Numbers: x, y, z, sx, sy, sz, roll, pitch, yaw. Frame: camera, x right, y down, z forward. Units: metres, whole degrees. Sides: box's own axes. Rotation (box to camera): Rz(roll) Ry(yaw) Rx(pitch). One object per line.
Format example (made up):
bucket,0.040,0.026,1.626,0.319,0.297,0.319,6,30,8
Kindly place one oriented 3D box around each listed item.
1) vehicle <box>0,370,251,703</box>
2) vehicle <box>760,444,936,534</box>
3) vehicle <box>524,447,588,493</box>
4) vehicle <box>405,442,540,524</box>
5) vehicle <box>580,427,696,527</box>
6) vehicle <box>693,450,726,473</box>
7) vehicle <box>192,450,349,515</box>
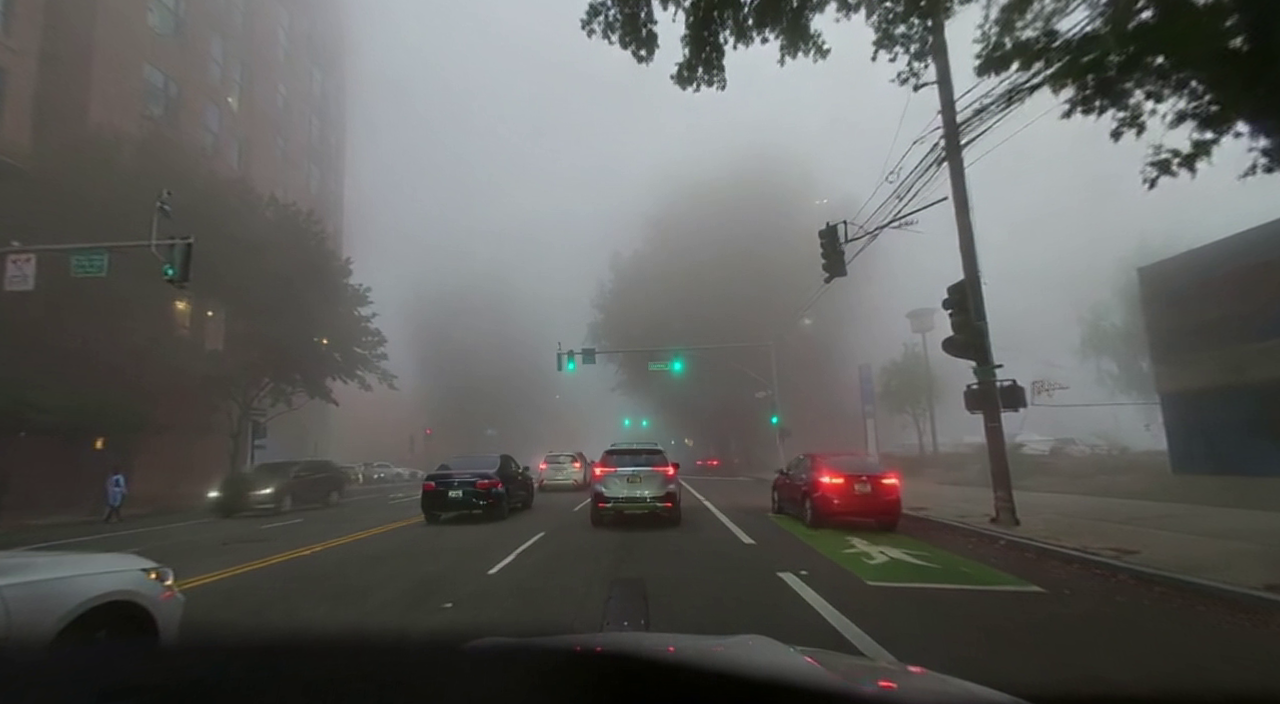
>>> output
vehicle,-3.342,0.751,1.425,1.975,1.624,4.481,0,-9,1
vehicle,3.885,2.623,12.769,1.986,1.457,4.566,0,-9,-1
vehicle,-3.234,4.591,24.957,1.894,1.642,3.861,0,-9,1
vehicle,-3.699,2.945,14.762,1.886,1.599,4.247,0,-9,1
vehicle,-0.013,2.553,13.360,2.075,1.770,4.018,0,-9,1
vehicle,4.966,7.704,44.640,1.878,1.526,4.736,-2,-9,12
vehicle,-11.312,3.986,19.799,2.103,1.755,4.551,0,-9,1
